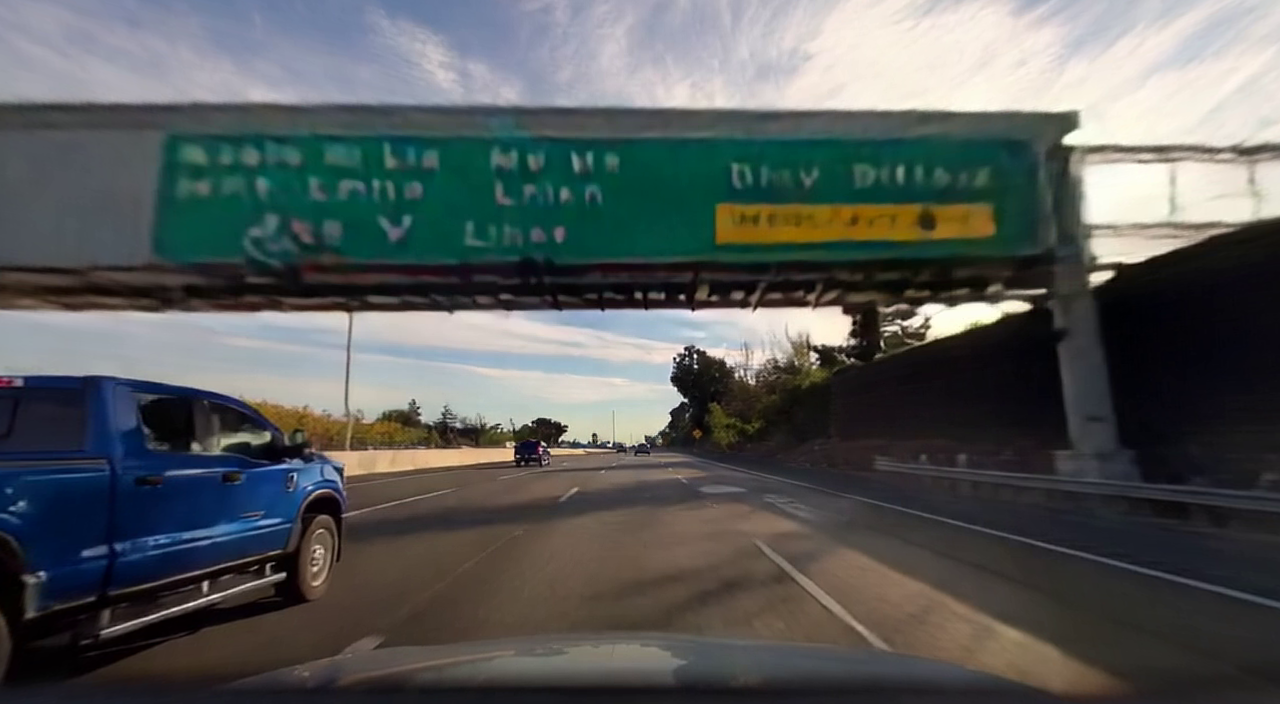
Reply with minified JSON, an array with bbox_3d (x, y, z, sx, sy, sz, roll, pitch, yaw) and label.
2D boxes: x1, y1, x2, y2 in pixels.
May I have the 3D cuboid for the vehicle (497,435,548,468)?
[{"bbox_3d":[-7.398,6.340,40.224,2.260,1.917,5.499,0,-9,0],"label":"vehicle"}]

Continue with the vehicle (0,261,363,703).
[{"bbox_3d":[-3.753,0.664,2.664,2.339,2.004,6.171,0,-9,0],"label":"vehicle"}]
